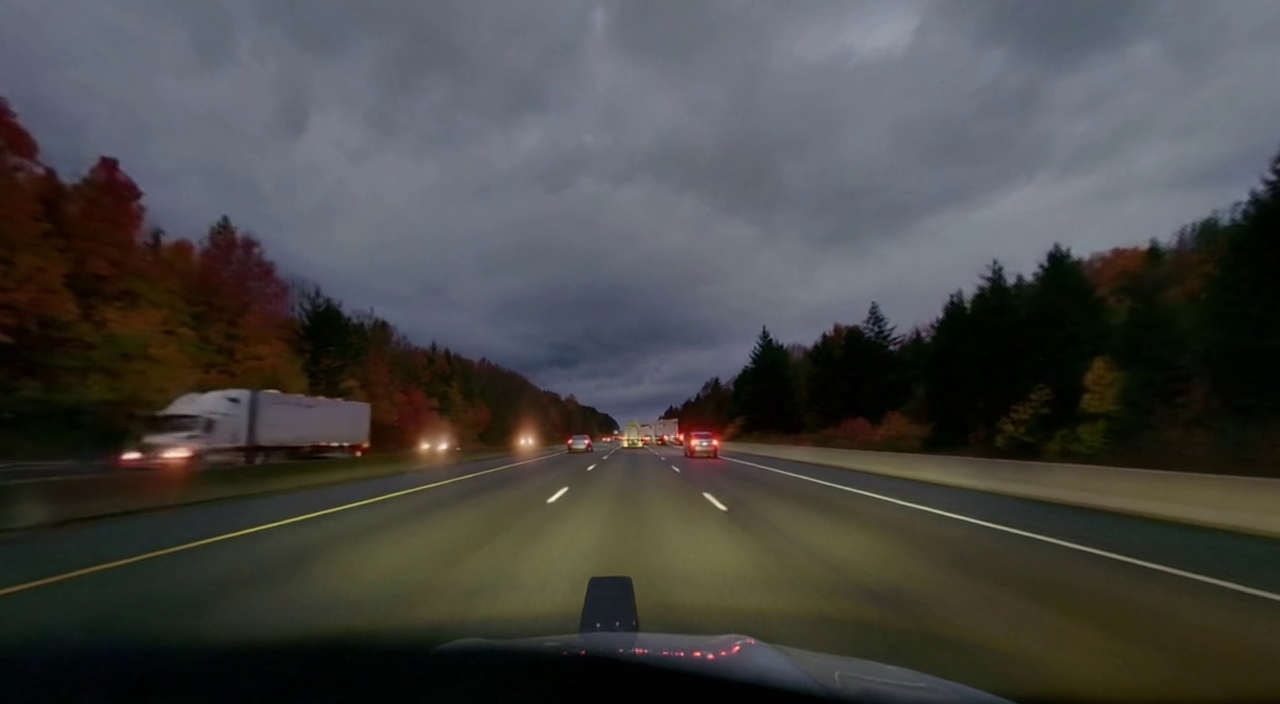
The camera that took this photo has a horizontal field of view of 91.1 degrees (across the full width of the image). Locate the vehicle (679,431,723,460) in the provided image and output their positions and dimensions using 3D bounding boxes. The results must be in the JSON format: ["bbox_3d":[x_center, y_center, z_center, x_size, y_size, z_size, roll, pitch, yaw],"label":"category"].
[{"bbox_3d":[3.303,5.165,34.892,1.882,1.492,3.958,0,-8,-2],"label":"vehicle"}]

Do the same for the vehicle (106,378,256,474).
[{"bbox_3d":[-20.943,3.442,29.085,3.119,4.054,4.699,0,-7,1],"label":"vehicle"}]

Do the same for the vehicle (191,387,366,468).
[{"bbox_3d":[-21.029,4.712,38.192,2.931,4.041,13.156,0,-8,-1],"label":"vehicle"}]

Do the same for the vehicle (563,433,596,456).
[{"bbox_3d":[-4.175,6.418,43.878,2.027,1.501,3.920,0,-8,-1],"label":"vehicle"}]
